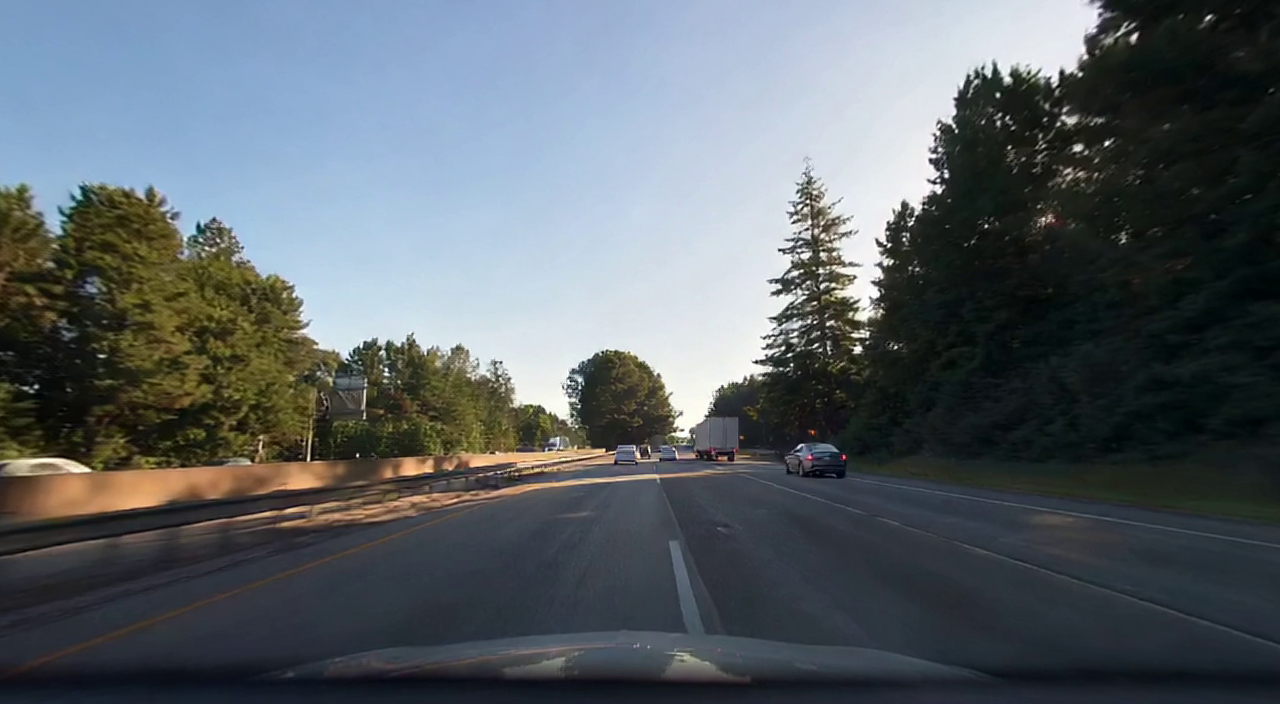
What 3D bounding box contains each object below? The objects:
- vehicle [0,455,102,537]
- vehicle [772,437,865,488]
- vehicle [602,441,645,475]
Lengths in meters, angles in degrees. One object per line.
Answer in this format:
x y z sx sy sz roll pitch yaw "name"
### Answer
-14.437 3.063 13.302 1.950 1.683 4.571 -1 -9 1 "vehicle"
6.422 4.028 23.239 2.011 1.638 4.737 0 -9 0 "vehicle"
-0.848 5.734 34.144 2.114 1.706 4.106 -1 -9 1 "vehicle"
